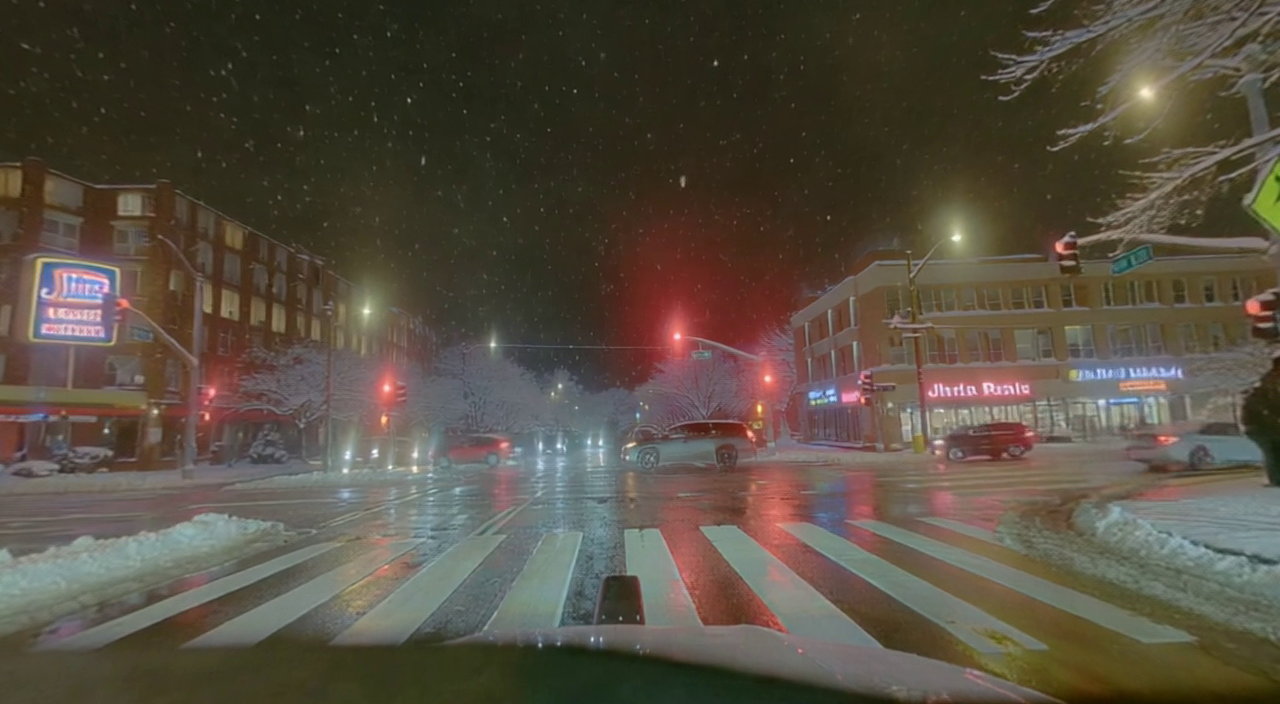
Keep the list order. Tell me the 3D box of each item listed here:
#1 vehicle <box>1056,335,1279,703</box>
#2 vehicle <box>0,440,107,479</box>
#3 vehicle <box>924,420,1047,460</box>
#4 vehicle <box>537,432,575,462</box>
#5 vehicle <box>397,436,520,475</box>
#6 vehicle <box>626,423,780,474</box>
[{"bbox_3d":[3.019,0.603,0.872,1.866,1.654,4.354,0,-8,0],"label":"vehicle"},{"bbox_3d":[-31.571,5.642,33.535,2.205,1.903,5.877,1,-9,-10],"label":"vehicle"},{"bbox_3d":[15.321,3.918,28.154,4.513,1.682,1.810,1,-9,-8],"label":"vehicle"},{"bbox_3d":[-5.086,5.804,38.623,1.976,1.683,4.117,0,-8,-4],"label":"vehicle"},{"bbox_3d":[-7.161,4.135,25.341,4.475,1.458,1.681,1,-9,-7],"label":"vehicle"},{"bbox_3d":[1.963,3.106,20.430,4.612,1.521,1.811,1,-9,-10],"label":"vehicle"}]
